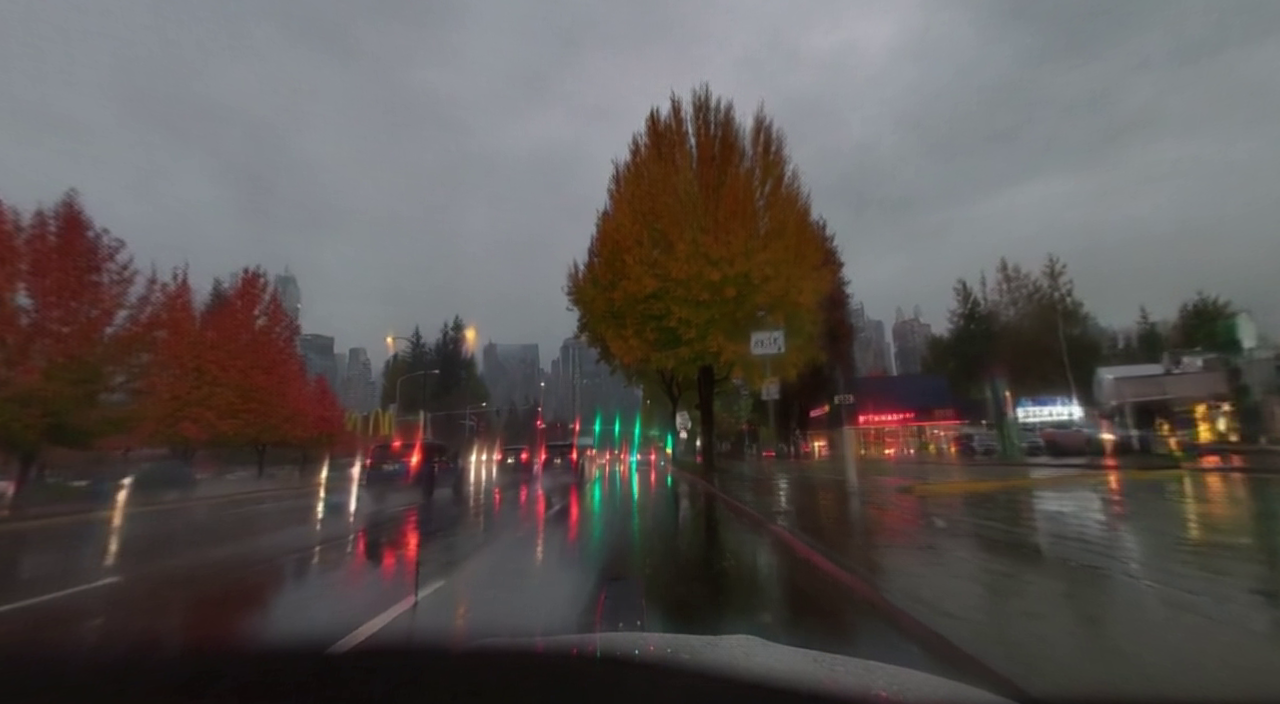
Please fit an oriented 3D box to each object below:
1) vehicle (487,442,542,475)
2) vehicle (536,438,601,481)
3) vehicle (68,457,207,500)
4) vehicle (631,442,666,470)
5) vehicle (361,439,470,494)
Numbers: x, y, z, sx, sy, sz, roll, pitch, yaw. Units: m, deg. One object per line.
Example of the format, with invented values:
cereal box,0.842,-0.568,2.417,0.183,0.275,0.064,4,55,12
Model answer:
vehicle,-7.096,6.054,36.054,2.069,1.719,4.441,0,-9,2
vehicle,-2.996,4.646,27.500,2.165,1.663,4.513,0,-9,2
vehicle,-20.015,5.029,25.394,1.826,1.493,4.383,0,-9,3
vehicle,0.546,6.772,41.062,2.144,1.704,4.028,0,-9,0
vehicle,-7.299,3.740,20.994,1.932,1.596,4.247,0,-9,2
